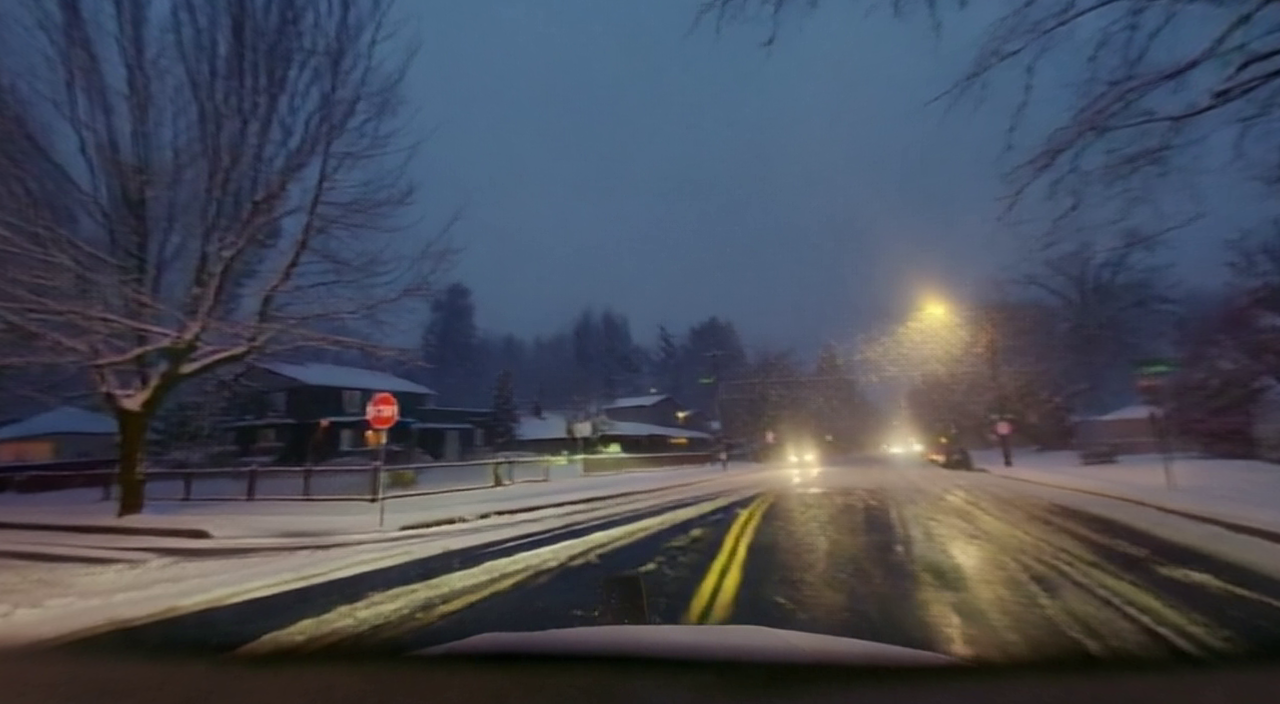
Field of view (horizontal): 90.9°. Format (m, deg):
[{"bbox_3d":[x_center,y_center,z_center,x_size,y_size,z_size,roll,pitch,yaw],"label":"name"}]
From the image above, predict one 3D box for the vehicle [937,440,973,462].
[{"bbox_3d":[23.580,7.397,47.234,1.970,1.530,3.685,-3,-9,21],"label":"vehicle"}]
